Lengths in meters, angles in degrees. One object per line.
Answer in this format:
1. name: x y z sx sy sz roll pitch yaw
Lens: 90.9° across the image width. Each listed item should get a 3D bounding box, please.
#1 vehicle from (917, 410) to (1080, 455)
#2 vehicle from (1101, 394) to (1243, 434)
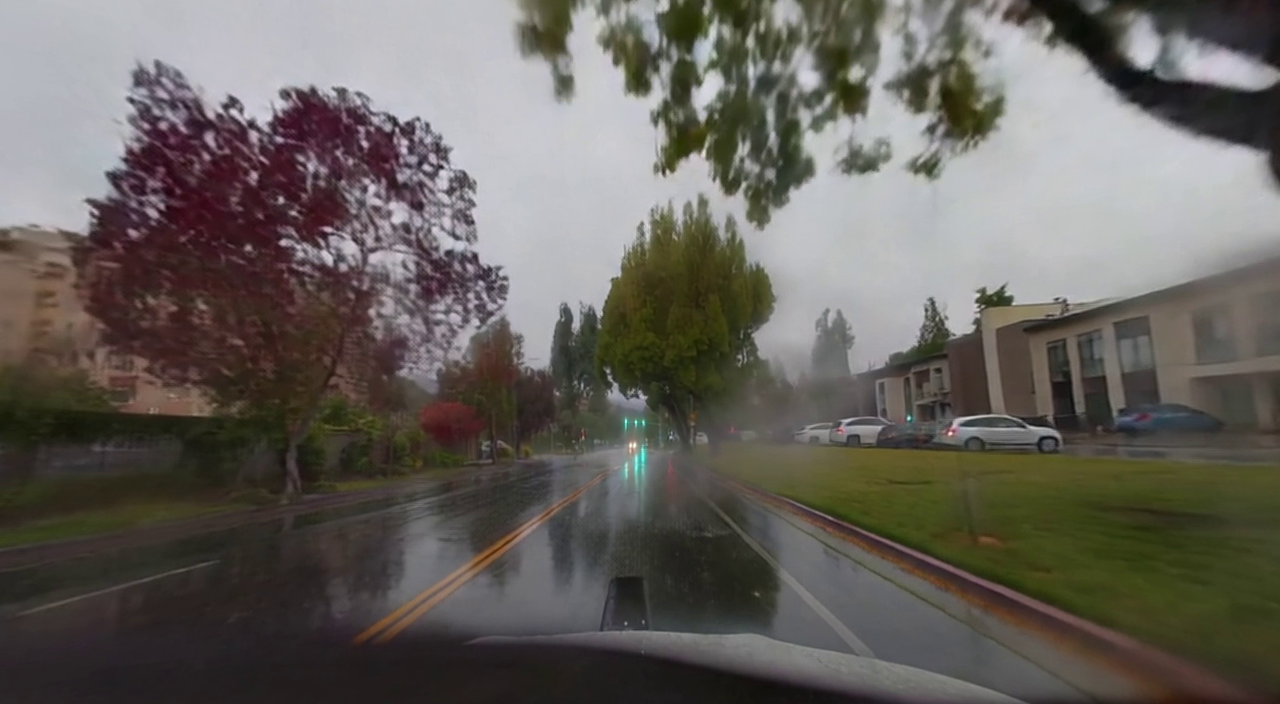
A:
1. vehicle: 12.624 2.886 22.388 4.529 1.490 2.168 1 -8 -6
2. vehicle: 25.674 3.039 30.547 4.864 1.797 2.150 0 -8 0
